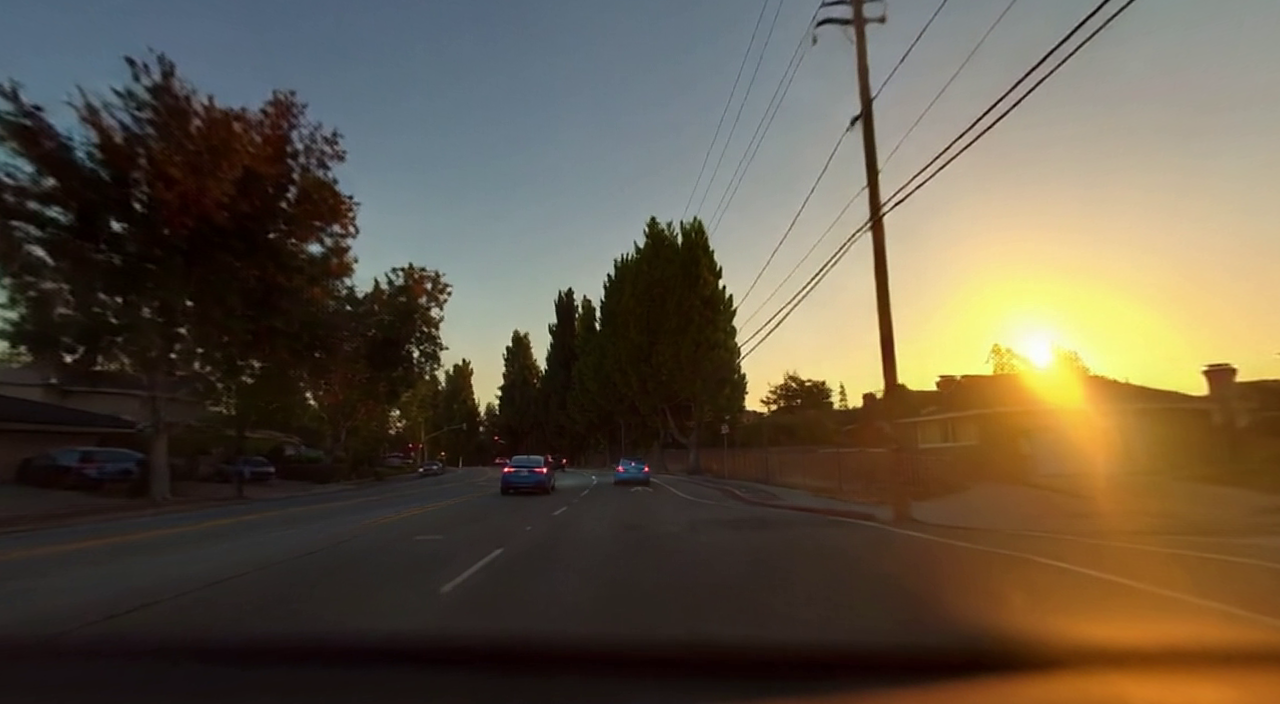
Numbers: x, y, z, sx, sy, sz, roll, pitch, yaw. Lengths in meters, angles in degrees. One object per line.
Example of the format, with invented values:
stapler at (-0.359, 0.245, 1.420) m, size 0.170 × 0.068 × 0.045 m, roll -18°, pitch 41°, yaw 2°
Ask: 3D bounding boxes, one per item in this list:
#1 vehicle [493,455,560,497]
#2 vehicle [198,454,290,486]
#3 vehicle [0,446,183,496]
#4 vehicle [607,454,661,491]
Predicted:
vehicle at (-4.249, 4.703, 24.263) m, size 1.913 × 1.425 × 4.235 m, roll 0°, pitch -9°, yaw -2°
vehicle at (-22.115, 6.571, 35.410) m, size 3.836 × 1.693 × 1.849 m, roll 1°, pitch -9°, yaw -7°
vehicle at (-23.062, 4.990, 26.701) m, size 5.681 × 1.954 × 2.200 m, roll 0°, pitch -9°, yaw -1°
vehicle at (-0.343, 5.433, 28.779) m, size 2.168 × 1.504 × 4.284 m, roll 1°, pitch -9°, yaw -4°
